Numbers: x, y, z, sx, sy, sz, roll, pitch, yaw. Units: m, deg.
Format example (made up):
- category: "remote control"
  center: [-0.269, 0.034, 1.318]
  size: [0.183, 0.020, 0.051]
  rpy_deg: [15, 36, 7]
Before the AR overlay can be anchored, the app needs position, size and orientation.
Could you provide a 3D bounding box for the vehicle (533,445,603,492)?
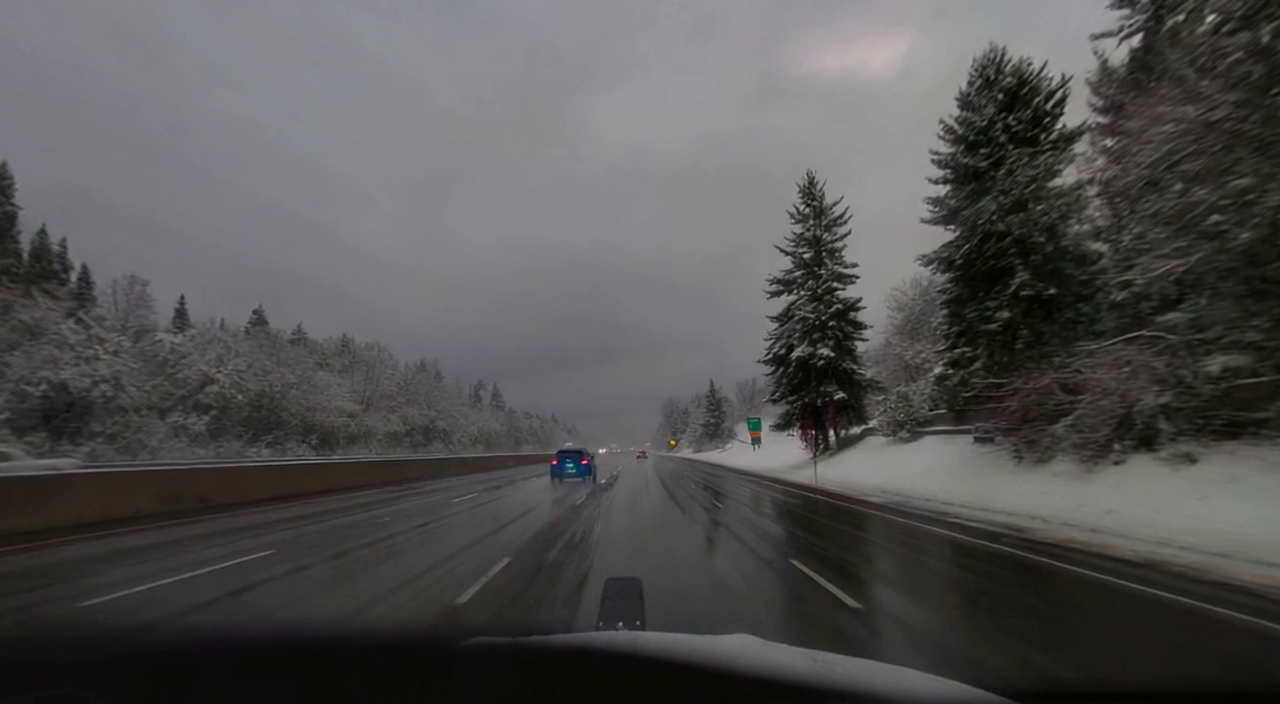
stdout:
- category: "vehicle"
  center: [-2.474, 4.132, 22.698]
  size: [1.908, 1.515, 3.871]
  rpy_deg: [0, -9, 2]
